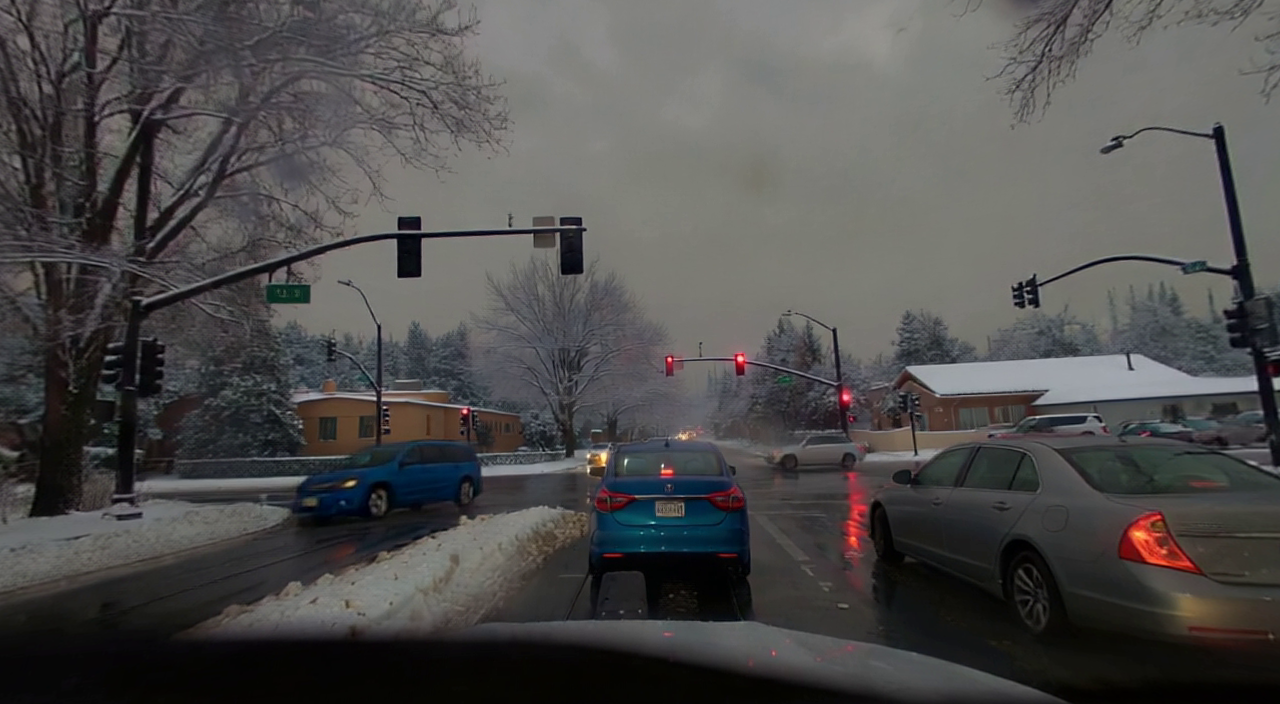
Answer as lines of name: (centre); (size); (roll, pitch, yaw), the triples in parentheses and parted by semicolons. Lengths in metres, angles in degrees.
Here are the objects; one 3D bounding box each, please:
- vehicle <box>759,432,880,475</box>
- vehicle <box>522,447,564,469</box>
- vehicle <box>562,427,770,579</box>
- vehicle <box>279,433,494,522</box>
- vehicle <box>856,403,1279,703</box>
vehicle: (8.007, 4.498, 28.282); (4.789, 1.799, 1.988); (2, -9, -17)
vehicle: (-6.904, 7.582, 45.318); (2.093, 1.476, 4.278); (-1, -9, 4)
vehicle: (0.304, 1.818, 8.333); (2.090, 1.505, 3.756); (-1, -9, 1)
vehicle: (-5.606, 2.806, 14.767); (1.996, 1.705, 4.577); (-4, -9, 21)
vehicle: (3.664, 1.343, 5.445); (1.888, 1.486, 4.681); (0, -9, -1)
